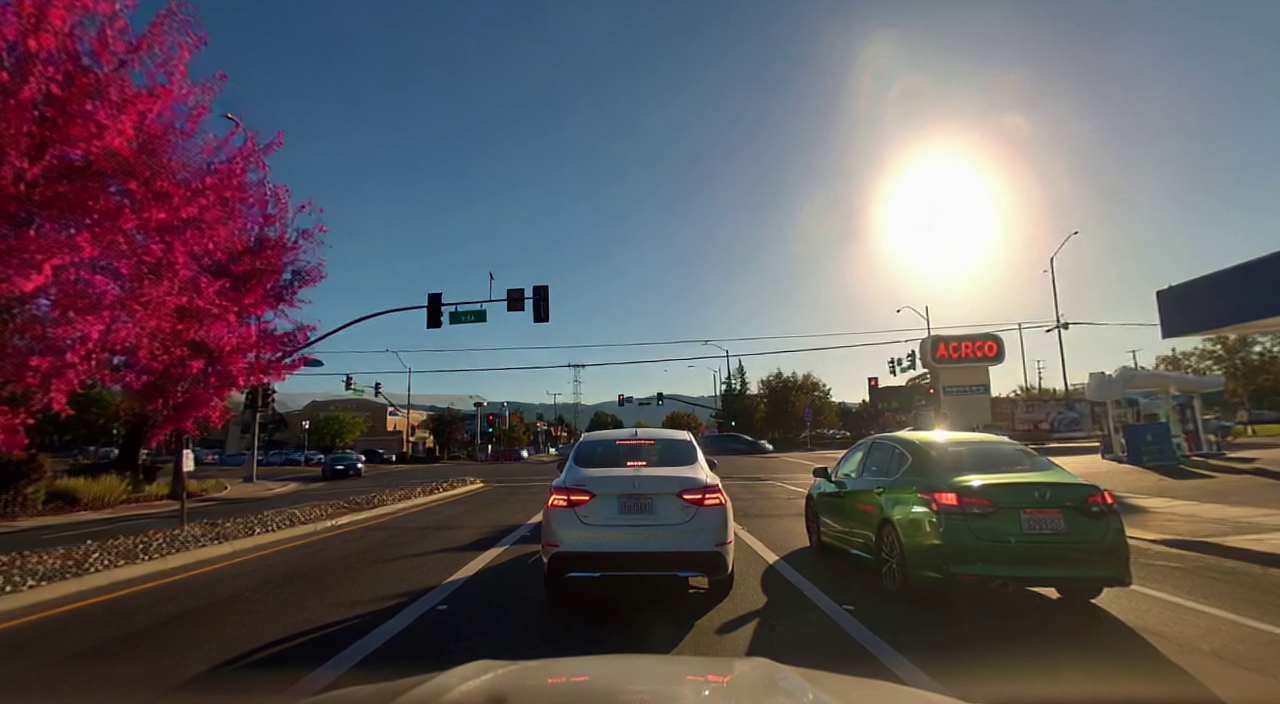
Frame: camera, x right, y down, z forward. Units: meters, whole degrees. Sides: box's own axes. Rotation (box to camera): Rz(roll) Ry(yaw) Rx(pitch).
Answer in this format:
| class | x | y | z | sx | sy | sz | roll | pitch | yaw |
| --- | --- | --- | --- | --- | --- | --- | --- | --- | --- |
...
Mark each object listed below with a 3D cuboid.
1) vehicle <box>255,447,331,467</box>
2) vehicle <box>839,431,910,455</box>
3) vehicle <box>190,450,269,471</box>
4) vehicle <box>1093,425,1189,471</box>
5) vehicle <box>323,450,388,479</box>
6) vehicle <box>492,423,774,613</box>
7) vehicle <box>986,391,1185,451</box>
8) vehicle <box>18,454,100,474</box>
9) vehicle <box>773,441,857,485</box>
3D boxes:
| class | x | y | z | sx | sy | sz | roll | pitch | yaw |
| --- | --- | --- | --- | --- | --- | --- | --- | --- | --- |
| vehicle | -26.798 | 8.126 | 48.766 | 4.806 | 1.472 | 1.886 | -1 | -8 | 5 |
| vehicle | 18.183 | 7.084 | 49.010 | 4.656 | 1.605 | 1.942 | -3 | -8 | 4 |
| vehicle | -29.463 | 7.759 | 45.280 | 4.466 | 1.438 | 1.837 | -1 | -8 | 5 |
| vehicle | 18.559 | 3.528 | 23.273 | 4.300 | 1.495 | 2.053 | 8 | -12 | -43 |
| vehicle | -15.797 | 6.179 | 34.857 | 1.944 | 1.465 | 4.609 | 7 | -11 | -40 |
| vehicle | -0.074 | 1.608 | 7.060 | 2.213 | 1.482 | 4.057 | 0 | -8 | -1 |
| vehicle | 30.069 | 4.736 | 42.928 | 10.890 | 3.868 | 3.021 | -1 | -8 | 2 |
| vehicle | -42.815 | 8.255 | 46.478 | 4.511 | 1.407 | 1.764 | -1 | -8 | 4 |
| vehicle | 6.521 | 4.161 | 23.996 | 1.942 | 1.511 | 4.390 | 0 | -8 | 0 |
